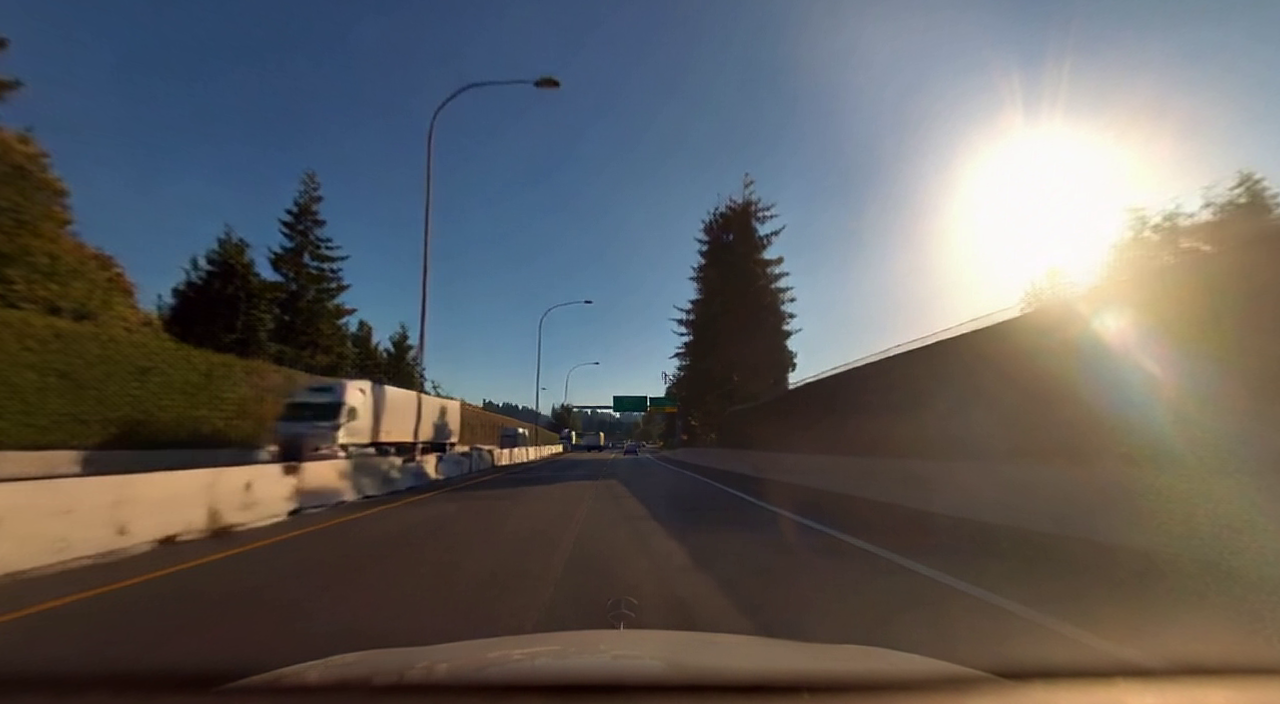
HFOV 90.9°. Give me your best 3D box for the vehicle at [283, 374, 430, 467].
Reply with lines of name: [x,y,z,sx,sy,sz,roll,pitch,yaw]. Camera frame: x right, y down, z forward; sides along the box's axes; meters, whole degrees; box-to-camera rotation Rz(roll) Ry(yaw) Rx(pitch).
vehicle: [-14.253,3.752,33.064,3.011,4.064,10.418,0,-8,-2]
